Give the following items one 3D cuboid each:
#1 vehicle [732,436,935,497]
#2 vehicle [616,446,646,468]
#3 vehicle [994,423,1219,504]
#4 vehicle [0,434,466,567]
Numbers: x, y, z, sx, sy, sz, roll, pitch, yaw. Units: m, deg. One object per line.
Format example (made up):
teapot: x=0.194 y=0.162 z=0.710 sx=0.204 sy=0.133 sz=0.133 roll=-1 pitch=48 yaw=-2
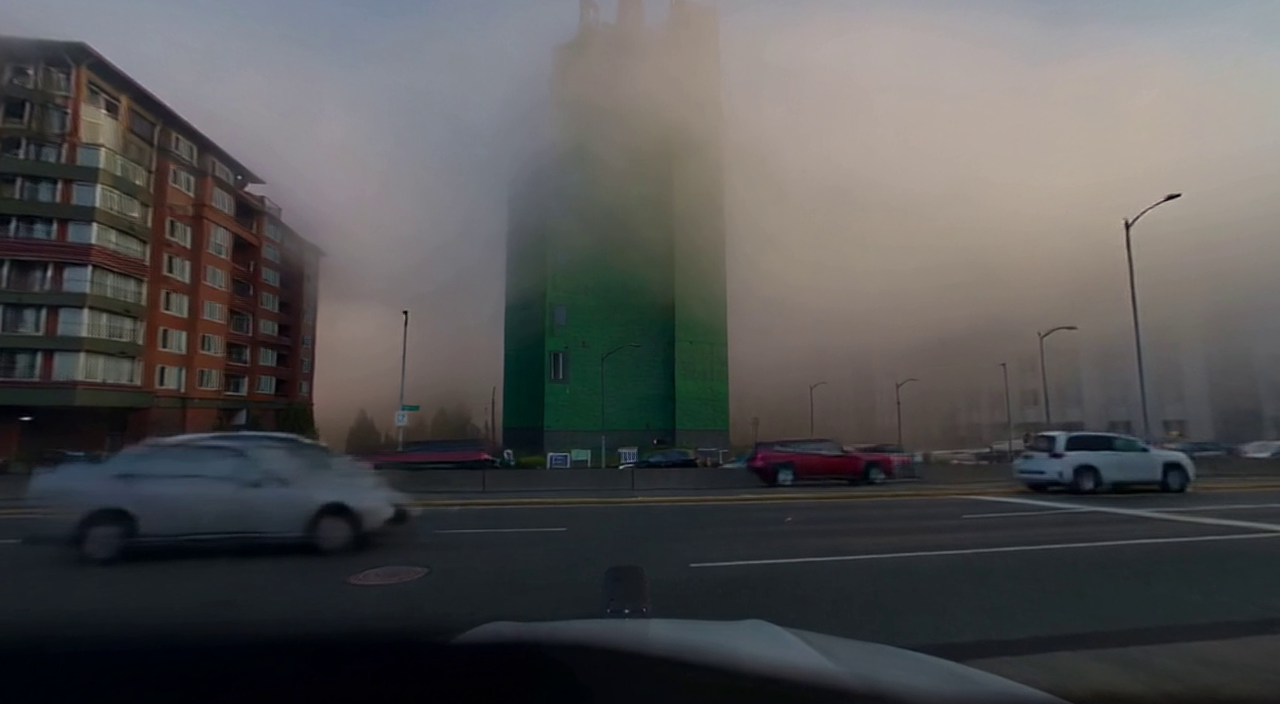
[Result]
vehicle: x=5.065 y=2.990 z=16.795 sx=4.795 sy=1.465 sz=1.882 roll=1 pitch=-9 yaw=-10
vehicle: x=-0.712 y=7.772 z=46.744 sx=1.845 sy=1.509 sz=3.855 roll=1 pitch=-9 yaw=-8
vehicle: x=10.764 y=2.538 z=14.681 sx=4.011 sy=1.697 sz=1.857 roll=1 pitch=-9 yaw=-11
vehicle: x=-4.871 y=1.830 z=8.357 sx=4.710 sy=1.444 sz=2.041 roll=1 pitch=-9 yaw=-9
